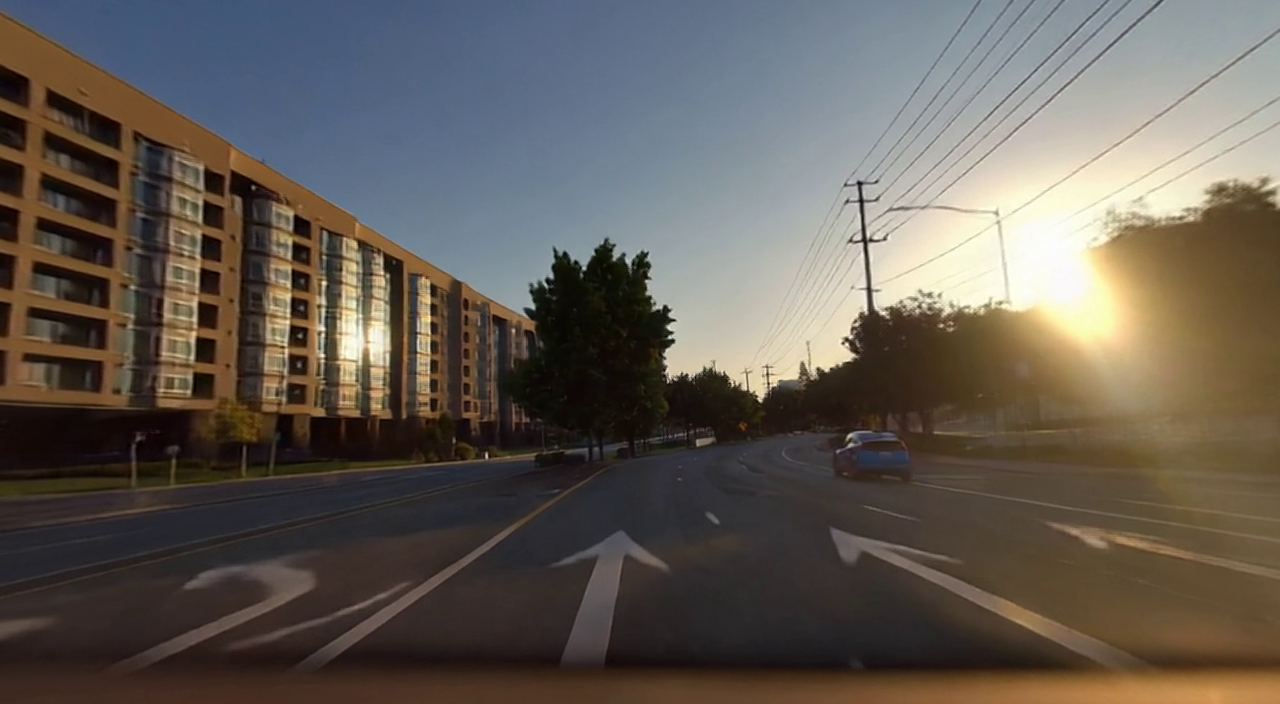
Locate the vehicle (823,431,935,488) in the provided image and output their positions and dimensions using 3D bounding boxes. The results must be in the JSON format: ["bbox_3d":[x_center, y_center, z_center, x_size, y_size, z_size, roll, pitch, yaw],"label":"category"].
[{"bbox_3d":[6.903,3.142,18.650,1.908,1.476,3.880,-1,-9,2],"label":"vehicle"}]
